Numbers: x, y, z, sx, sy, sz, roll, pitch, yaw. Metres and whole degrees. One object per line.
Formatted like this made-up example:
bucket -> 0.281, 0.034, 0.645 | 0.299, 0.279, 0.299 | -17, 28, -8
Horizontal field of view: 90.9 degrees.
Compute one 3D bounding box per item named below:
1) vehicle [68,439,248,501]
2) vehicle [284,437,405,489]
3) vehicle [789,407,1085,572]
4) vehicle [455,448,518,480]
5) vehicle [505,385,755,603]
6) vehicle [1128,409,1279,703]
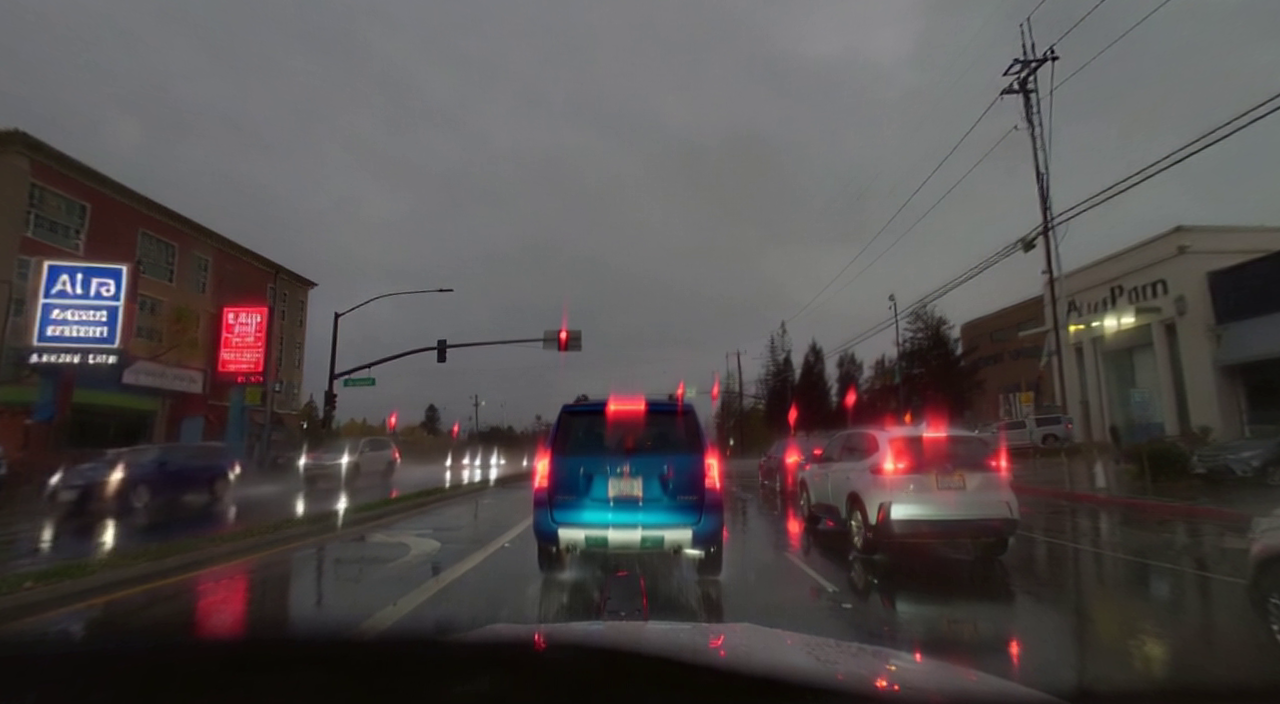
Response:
vehicle -> -15.100, 3.675, 20.201 | 2.102, 1.737, 4.570 | 0, -8, 1
vehicle -> -11.696, 4.406, 25.503 | 2.224, 1.840, 5.290 | 0, -8, 2
vehicle -> 3.624, 1.757, 8.821 | 2.036, 1.719, 4.318 | 0, -8, 0
vehicle -> -7.762, 5.685, 32.343 | 1.930, 1.484, 4.252 | -1, -8, 3
vehicle -> -0.003, 1.537, 7.678 | 2.154, 1.861, 4.280 | 0, -8, 2
vehicle -> 3.368, 0.730, 0.811 | 1.884, 1.484, 4.609 | 0, -8, 2
